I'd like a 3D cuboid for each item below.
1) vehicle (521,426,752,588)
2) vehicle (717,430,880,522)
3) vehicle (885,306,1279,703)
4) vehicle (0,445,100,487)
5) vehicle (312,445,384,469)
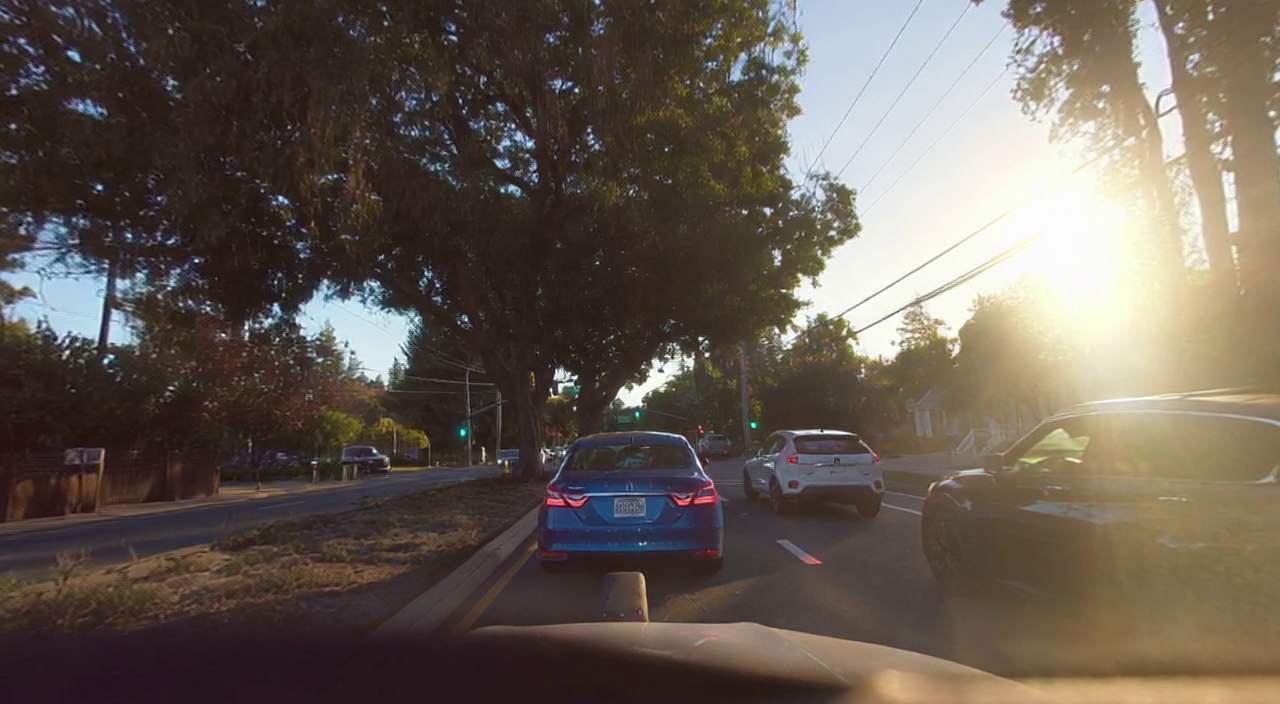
[{"bbox_3d":[-0.085,1.774,8.120,2.186,1.500,4.141,0,-8,-1],"label":"vehicle"},{"bbox_3d":[2.951,2.422,12.932,1.971,1.517,4.521,0,-8,-3],"label":"vehicle"},{"bbox_3d":[3.361,0.932,3.780,2.006,1.766,4.345,0,-8,0],"label":"vehicle"},{"bbox_3d":[-22.579,4.161,23.110,4.092,1.438,1.639,-1,-8,1],"label":"vehicle"},{"bbox_3d":[-19.889,7.164,43.208,3.957,1.630,1.881,0,-8,0],"label":"vehicle"}]
